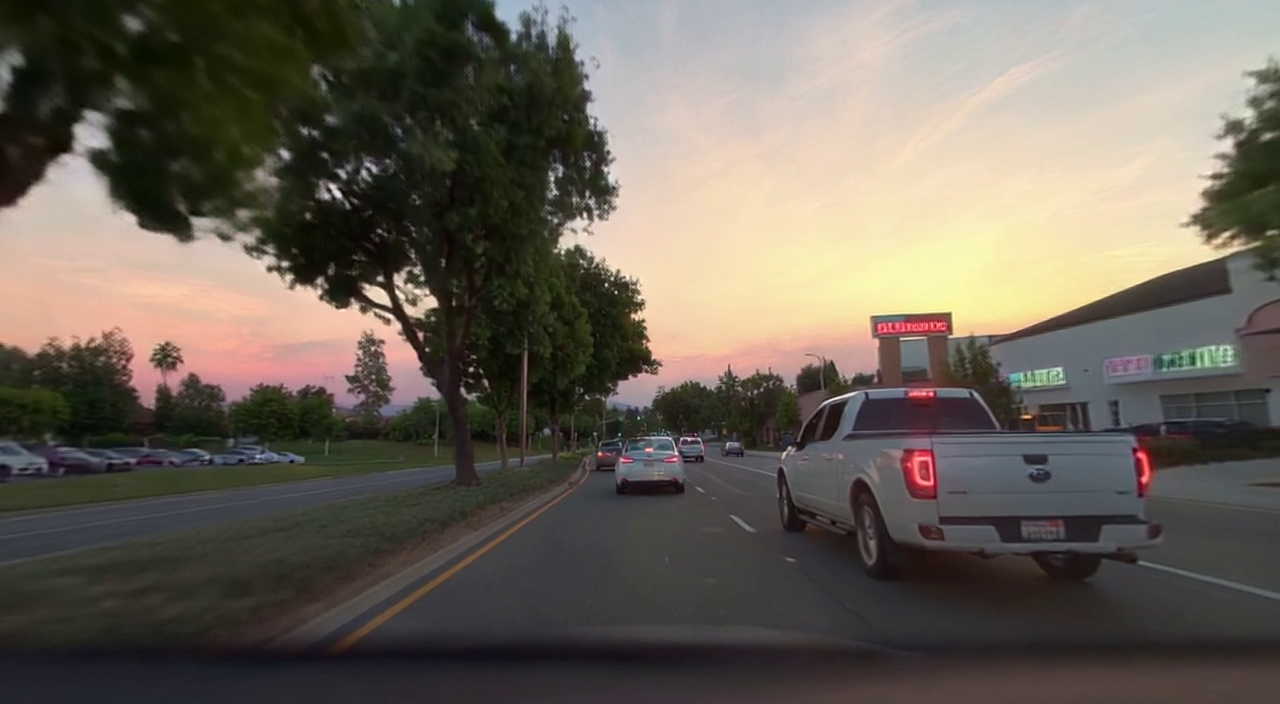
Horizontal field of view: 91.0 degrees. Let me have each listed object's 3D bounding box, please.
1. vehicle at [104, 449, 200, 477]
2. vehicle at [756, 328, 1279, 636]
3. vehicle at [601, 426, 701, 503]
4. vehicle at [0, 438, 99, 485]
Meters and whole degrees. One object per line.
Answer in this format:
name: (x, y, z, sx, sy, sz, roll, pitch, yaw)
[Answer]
vehicle: (-28.072, 6.404, 36.316, 3.894, 1.527, 1.872, -1, -10, -1)
vehicle: (3.337, 1.329, 7.367, 2.731, 2.101, 6.047, 0, -9, -1)
vehicle: (0.233, 2.755, 15.704, 2.145, 1.650, 4.021, 0, -9, 0)
vehicle: (-32.175, 5.570, 31.834, 2.664, 2.215, 7.903, -2, -9, -1)
